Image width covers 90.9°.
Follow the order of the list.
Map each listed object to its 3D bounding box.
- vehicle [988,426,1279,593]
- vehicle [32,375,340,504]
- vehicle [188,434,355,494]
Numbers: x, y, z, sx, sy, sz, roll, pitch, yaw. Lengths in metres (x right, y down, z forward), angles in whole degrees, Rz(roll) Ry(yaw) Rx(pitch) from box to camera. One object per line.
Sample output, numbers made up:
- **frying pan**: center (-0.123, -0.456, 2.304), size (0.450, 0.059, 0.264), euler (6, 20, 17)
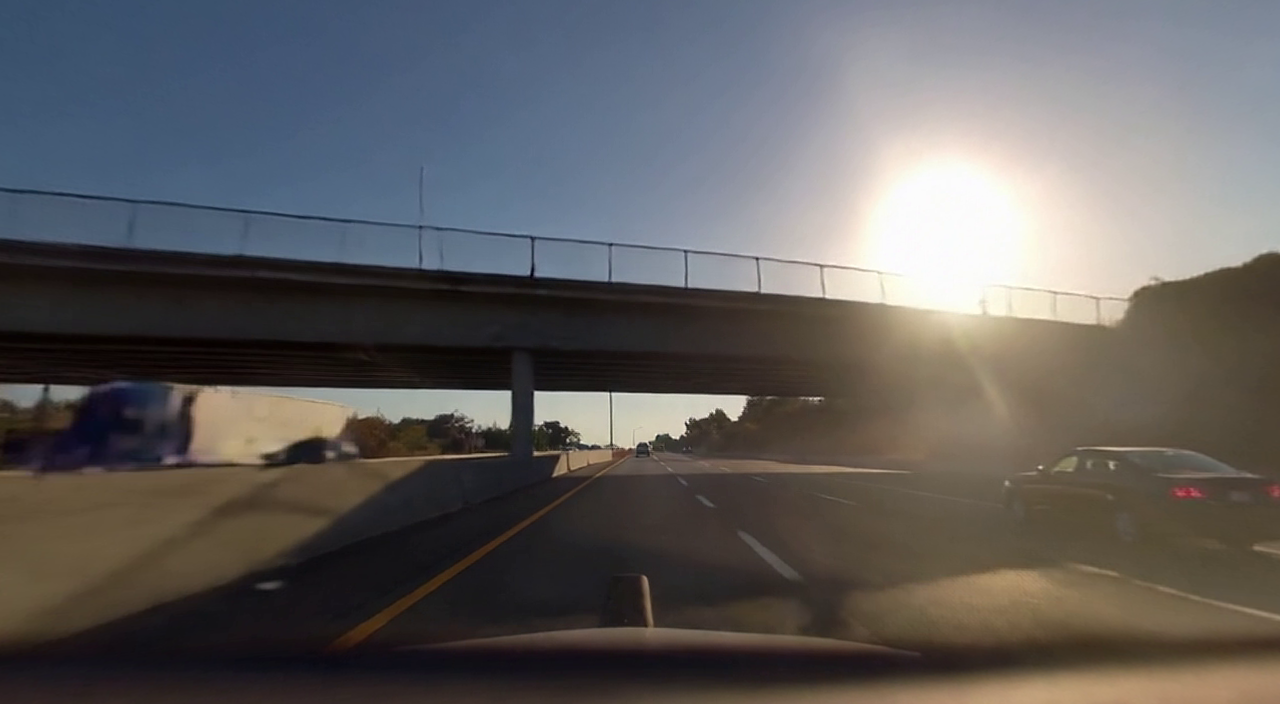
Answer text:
- **vehicle**: center (6.931, 1.796, 8.113), size (2.093, 1.525, 4.865), euler (0, -8, 0)
- **vehicle**: center (-14.896, 3.159, 22.555), size (2.966, 3.515, 10.615), euler (0, -9, 1)
- **vehicle**: center (-11.159, 3.428, 19.697), size (1.991, 1.603, 5.124), euler (0, -9, 2)
